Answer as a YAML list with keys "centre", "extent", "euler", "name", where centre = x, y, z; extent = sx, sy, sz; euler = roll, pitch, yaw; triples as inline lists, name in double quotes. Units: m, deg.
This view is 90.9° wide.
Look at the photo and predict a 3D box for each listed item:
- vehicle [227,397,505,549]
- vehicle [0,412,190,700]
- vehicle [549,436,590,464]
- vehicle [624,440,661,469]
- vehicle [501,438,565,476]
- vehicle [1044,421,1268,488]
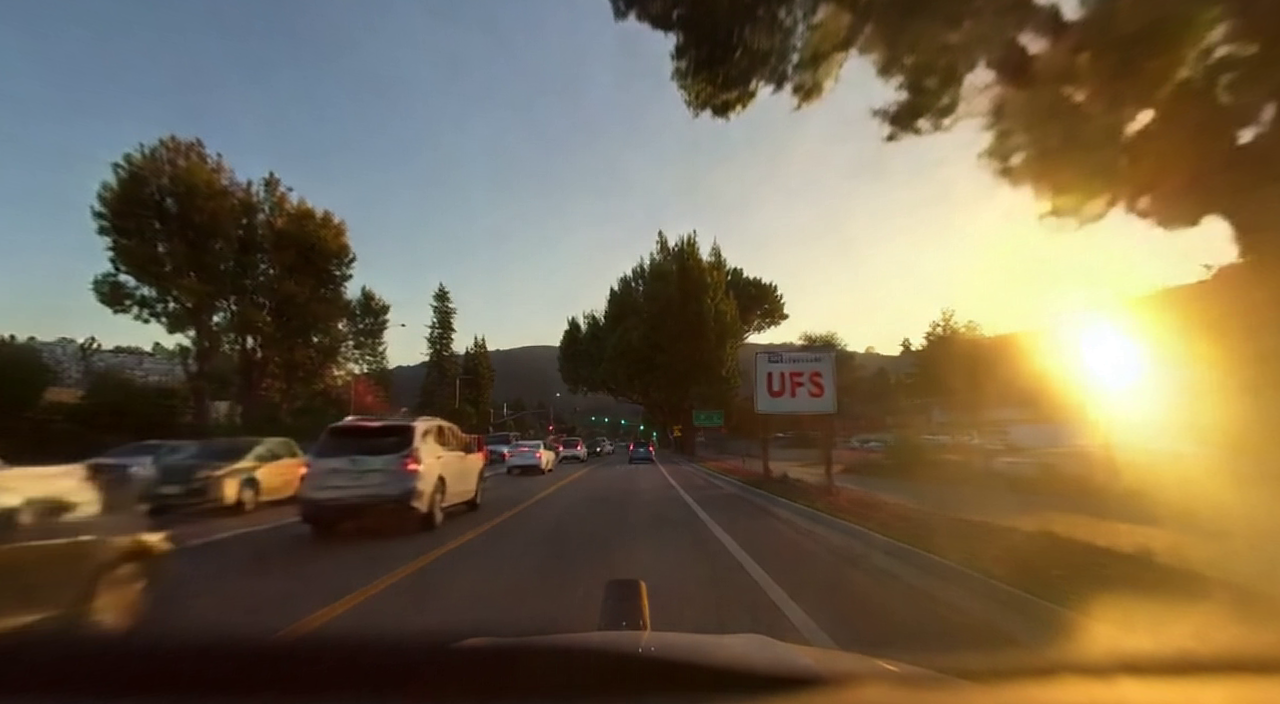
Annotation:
- centre: [-3.946, 1.868, 10.440]
  extent: [2.242, 1.852, 5.201]
  euler: [0, -8, 0]
  name: "vehicle"
- centre: [-4.294, 0.913, 2.265]
  extent: [1.958, 1.472, 4.555]
  euler: [0, -8, 1]
  name: "vehicle"
- centre: [-4.466, 6.301, 40.743]
  extent: [2.042, 1.713, 4.493]
  euler: [0, -8, 1]
  name: "vehicle"
- centre: [0.137, 5.462, 33.831]
  extent: [1.875, 1.453, 3.888]
  euler: [0, -8, 0]
  name: "vehicle"
- centre: [-4.497, 4.455, 27.086]
  extent: [2.068, 1.480, 4.039]
  euler: [0, -8, 0]
  name: "vehicle"
- centre: [14.443, 2.897, 17.900]
  extent: [4.513, 1.755, 1.874]
  euler: [-1, -8, 3]
  name: "vehicle"
